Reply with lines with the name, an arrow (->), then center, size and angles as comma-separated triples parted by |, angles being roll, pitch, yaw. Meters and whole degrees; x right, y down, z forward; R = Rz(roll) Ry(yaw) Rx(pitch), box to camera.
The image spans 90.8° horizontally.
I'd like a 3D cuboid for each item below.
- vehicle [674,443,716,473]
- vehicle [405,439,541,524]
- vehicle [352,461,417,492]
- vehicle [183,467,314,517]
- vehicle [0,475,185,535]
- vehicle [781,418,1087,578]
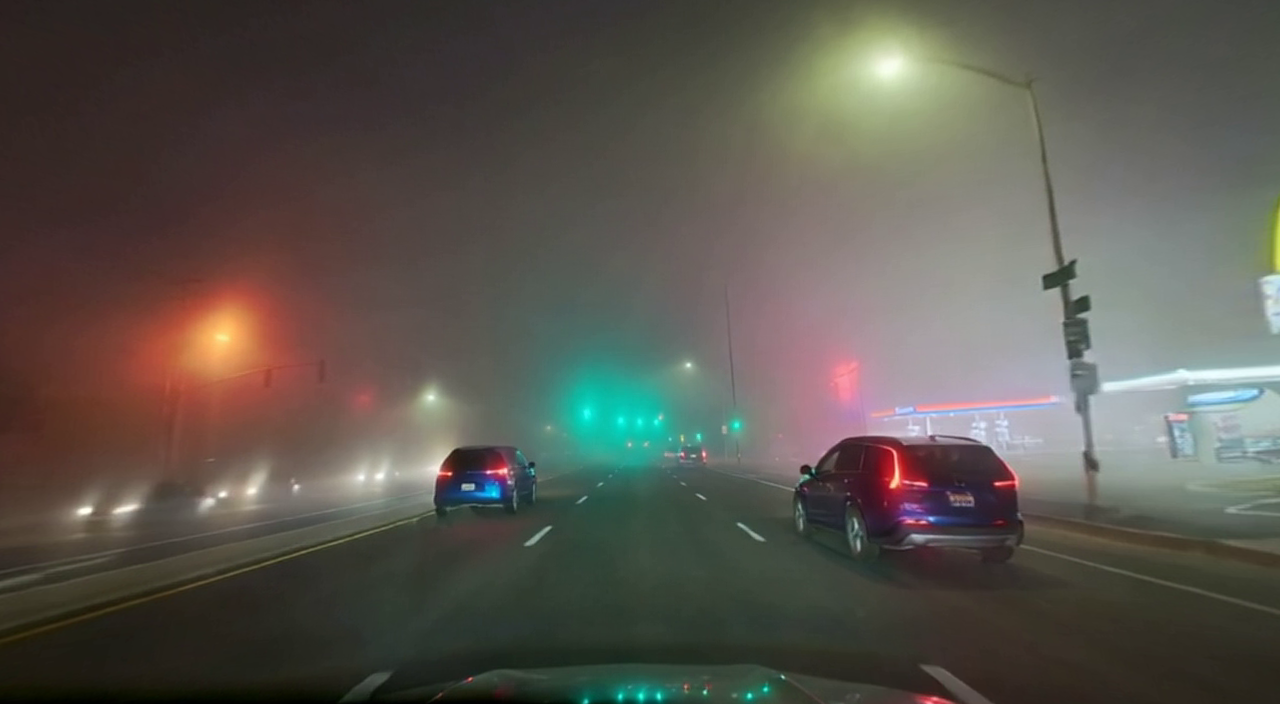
vehicle -> 3.320, 6.494, 38.978 | 2.066, 1.699, 4.419 | 0, -8, -1
vehicle -> -3.571, 2.814, 14.327 | 1.935, 1.617, 4.045 | 0, -8, 1
vehicle -> -14.039, 6.869, 34.988 | 1.833, 1.476, 4.117 | -1, -8, 1
vehicle -> -14.197, 5.068, 23.286 | 1.861, 1.472, 4.543 | 0, -8, 1
vehicle -> -17.679, 4.923, 20.776 | 1.968, 1.476, 4.598 | 0, -8, 0
vehicle -> 3.600, 1.868, 8.940 | 2.085, 1.655, 4.459 | 0, -8, -1
